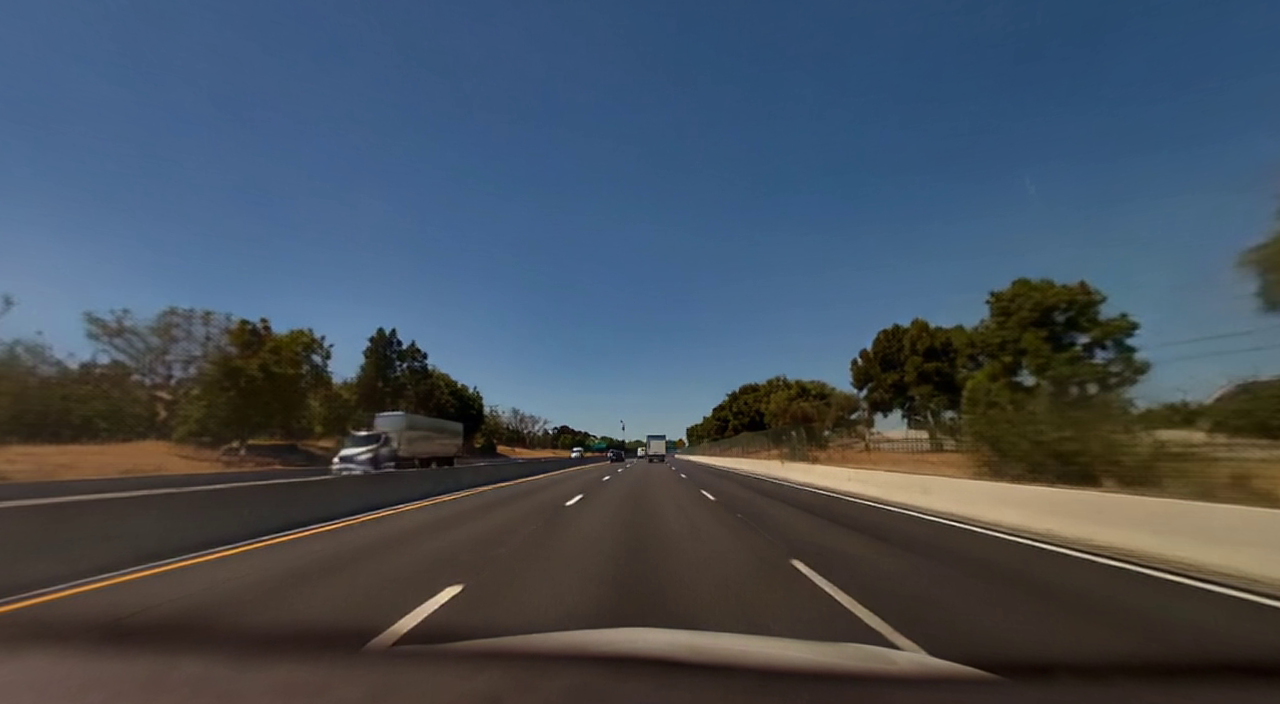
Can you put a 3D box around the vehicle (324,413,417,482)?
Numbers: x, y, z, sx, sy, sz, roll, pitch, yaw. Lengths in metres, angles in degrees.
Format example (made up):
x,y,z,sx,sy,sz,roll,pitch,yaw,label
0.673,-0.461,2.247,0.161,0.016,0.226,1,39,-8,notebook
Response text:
x,y,z,sx,sy,sz,roll,pitch,yaw,label
-16.596,5.959,39.417,3.004,3.988,5.943,0,-9,1,vehicle
